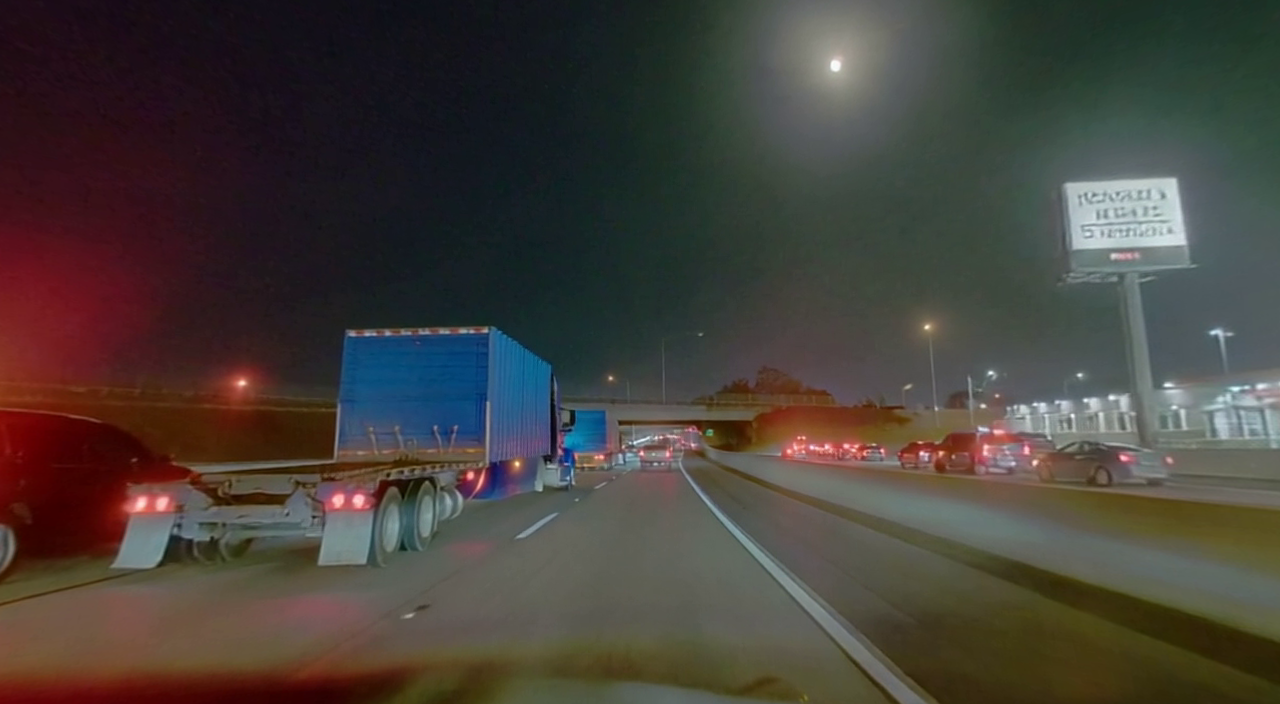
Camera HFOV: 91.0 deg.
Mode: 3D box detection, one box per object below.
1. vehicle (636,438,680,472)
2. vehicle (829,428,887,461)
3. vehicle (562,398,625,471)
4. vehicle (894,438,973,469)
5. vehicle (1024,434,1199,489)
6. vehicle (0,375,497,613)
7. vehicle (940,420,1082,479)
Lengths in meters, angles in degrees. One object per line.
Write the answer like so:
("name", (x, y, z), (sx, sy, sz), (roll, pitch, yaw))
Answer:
("vehicle", (0.961, 5.408, 33.203), (2.178, 1.640, 4.071), (-1, -9, 2))
("vehicle", (15.649, 6.717, 45.579), (2.341, 2.228, 5.669), (-1, -9, 3))
("vehicle", (-2.626, 5.213, 39.128), (3.073, 3.894, 9.782), (0, -9, 1))
("vehicle", (14.705, 5.113, 31.821), (2.020, 1.439, 4.440), (-1, -9, 3))
("vehicle", (14.099, 3.293, 19.287), (1.859, 1.452, 4.749), (-1, -9, 3))
("vehicle", (-3.428, 1.363, 6.613), (2.896, 1.779, 3.441), (-1, -9, 3))
("vehicle", (14.378, 3.853, 24.989), (2.241, 2.052, 5.864), (-1, -9, 3))
